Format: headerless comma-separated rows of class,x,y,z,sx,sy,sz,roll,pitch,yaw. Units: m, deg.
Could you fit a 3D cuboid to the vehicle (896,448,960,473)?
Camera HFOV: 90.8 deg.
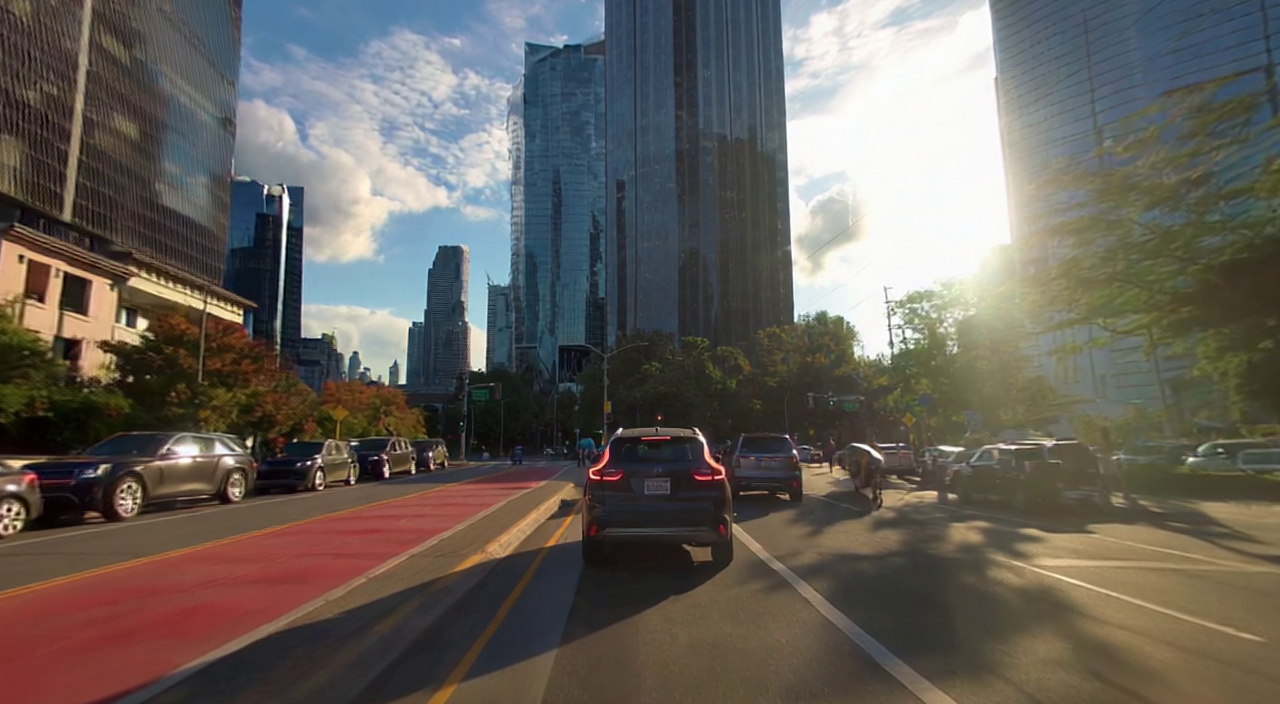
vehicle,22.542,8.452,49.527,4.211,1.820,2.094,-6,-10,33

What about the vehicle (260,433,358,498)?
vehicle,-10.960,3.736,21.176,1.559,1.973,3.419,1,-8,-4

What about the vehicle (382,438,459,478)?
vehicle,-11.659,5.645,34.075,2.338,1.963,5.740,0,-8,-3

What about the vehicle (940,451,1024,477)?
vehicle,24.102,7.840,44.611,4.956,1.706,1.822,-6,-10,34

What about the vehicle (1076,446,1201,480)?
vehicle,31.209,6.916,39.826,5.890,1.996,2.155,-6,-10,35

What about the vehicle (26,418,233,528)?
vehicle,-10.334,2.439,13.166,1.543,1.946,3.454,1,-8,-5

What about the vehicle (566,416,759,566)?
vehicle,0.317,1.897,9.374,2.192,1.695,4.142,0,-8,2

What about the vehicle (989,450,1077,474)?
vehicle,28.390,7.914,45.749,5.153,1.626,1.895,-6,-10,36

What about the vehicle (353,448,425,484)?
vehicle,-11.219,5.073,28.556,1.791,1.463,4.210,0,-8,-4

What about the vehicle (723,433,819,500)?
vehicle,3.877,3.473,19.573,2.143,1.793,4.763,0,-8,3
